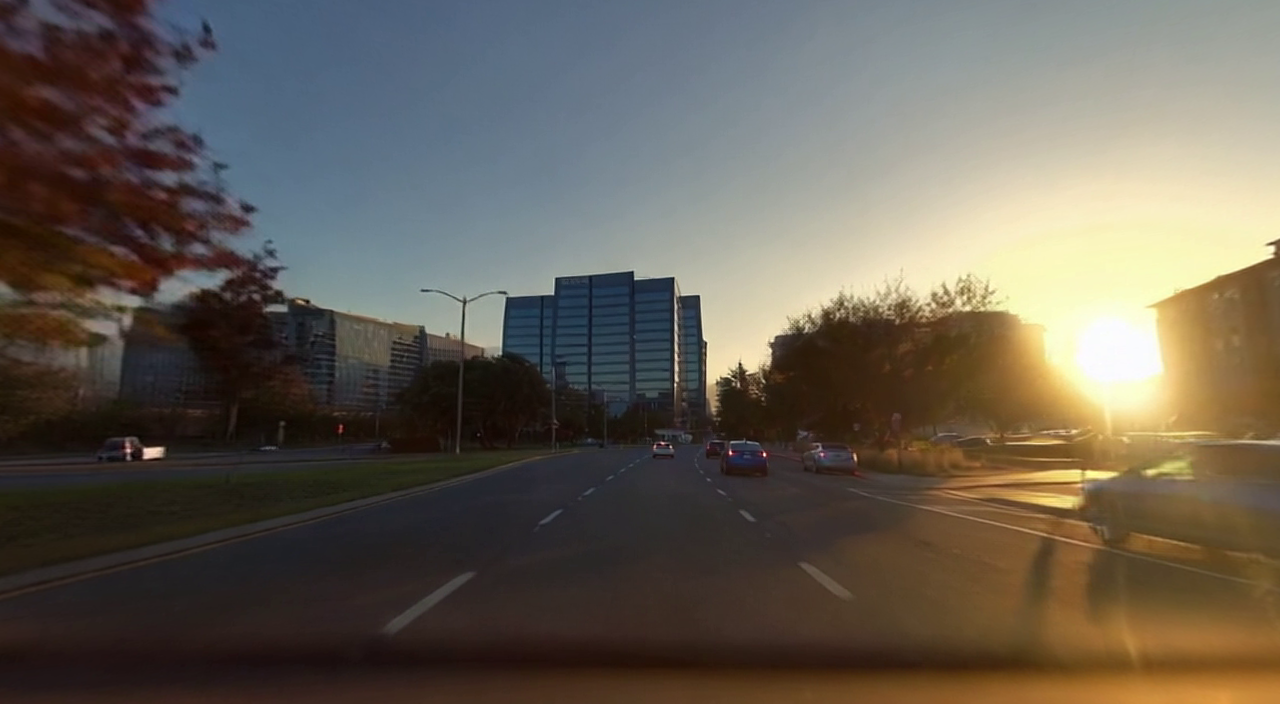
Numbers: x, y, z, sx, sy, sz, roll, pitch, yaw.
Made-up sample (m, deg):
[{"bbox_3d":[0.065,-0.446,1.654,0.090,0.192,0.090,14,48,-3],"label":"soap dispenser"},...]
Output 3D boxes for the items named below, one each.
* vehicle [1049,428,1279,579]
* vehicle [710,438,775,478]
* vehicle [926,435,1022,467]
[{"bbox_3d":[7.770,1.777,7.863,2.074,1.584,4.658,0,-8,-2],"label":"vehicle"},{"bbox_3d":[4.129,4.354,26.148,1.981,1.499,4.536,0,-8,1],"label":"vehicle"},{"bbox_3d":[22.403,6.609,42.291,5.456,1.919,2.222,0,-7,-14],"label":"vehicle"}]
